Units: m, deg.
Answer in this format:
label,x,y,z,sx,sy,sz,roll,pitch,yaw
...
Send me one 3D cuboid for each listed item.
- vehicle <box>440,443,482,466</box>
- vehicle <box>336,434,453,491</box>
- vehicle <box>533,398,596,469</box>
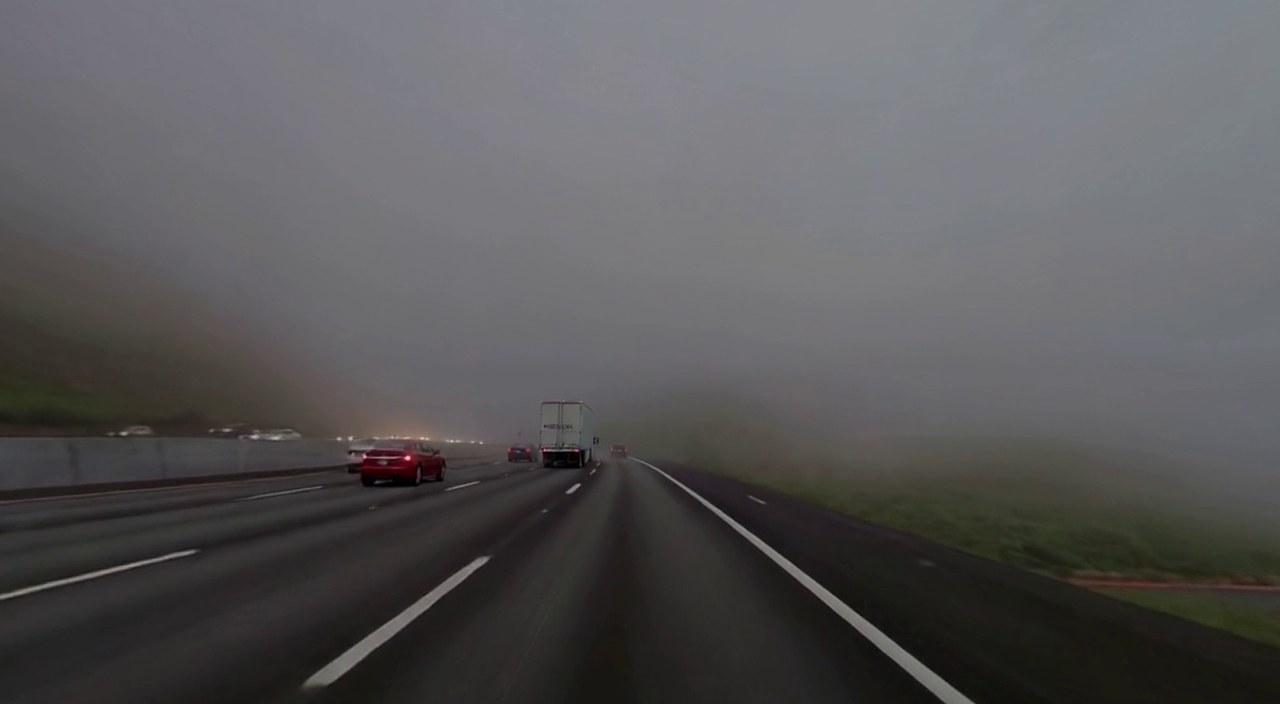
label,x,y,z,sx,sy,sz,roll,pitch,yaw
vehicle,-12.644,7.282,44.791,1.817,1.479,4.409,1,-9,-1
vehicle,-8.040,3.670,21.198,2.099,1.644,4.638,1,-9,0
vehicle,-4.803,5.723,42.909,2.880,4.025,14.064,1,-9,-1
